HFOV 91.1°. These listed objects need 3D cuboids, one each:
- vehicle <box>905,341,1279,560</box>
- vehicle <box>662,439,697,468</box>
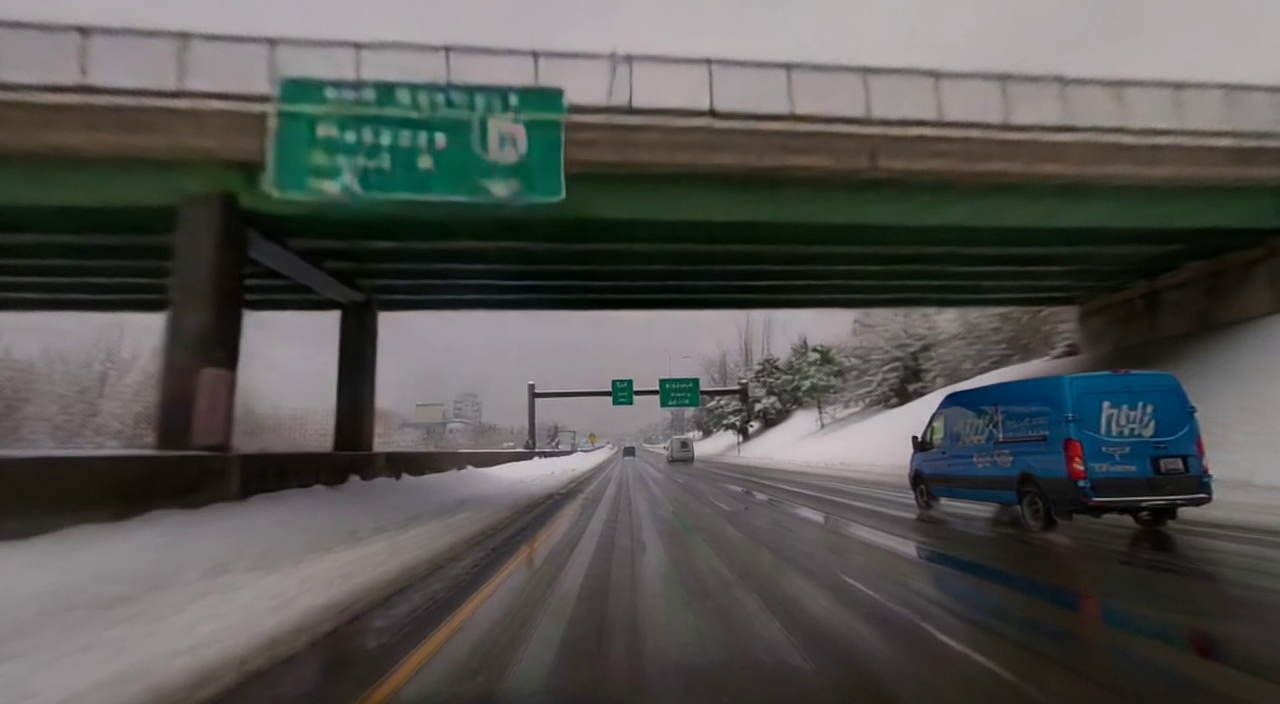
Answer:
[{"bbox_3d":[6.933,1.605,10.538,2.283,2.631,5.719,0,-9,-2],"label":"vehicle"},{"bbox_3d":[2.811,7.402,45.814,2.007,1.943,5.010,0,-9,-3],"label":"vehicle"}]
